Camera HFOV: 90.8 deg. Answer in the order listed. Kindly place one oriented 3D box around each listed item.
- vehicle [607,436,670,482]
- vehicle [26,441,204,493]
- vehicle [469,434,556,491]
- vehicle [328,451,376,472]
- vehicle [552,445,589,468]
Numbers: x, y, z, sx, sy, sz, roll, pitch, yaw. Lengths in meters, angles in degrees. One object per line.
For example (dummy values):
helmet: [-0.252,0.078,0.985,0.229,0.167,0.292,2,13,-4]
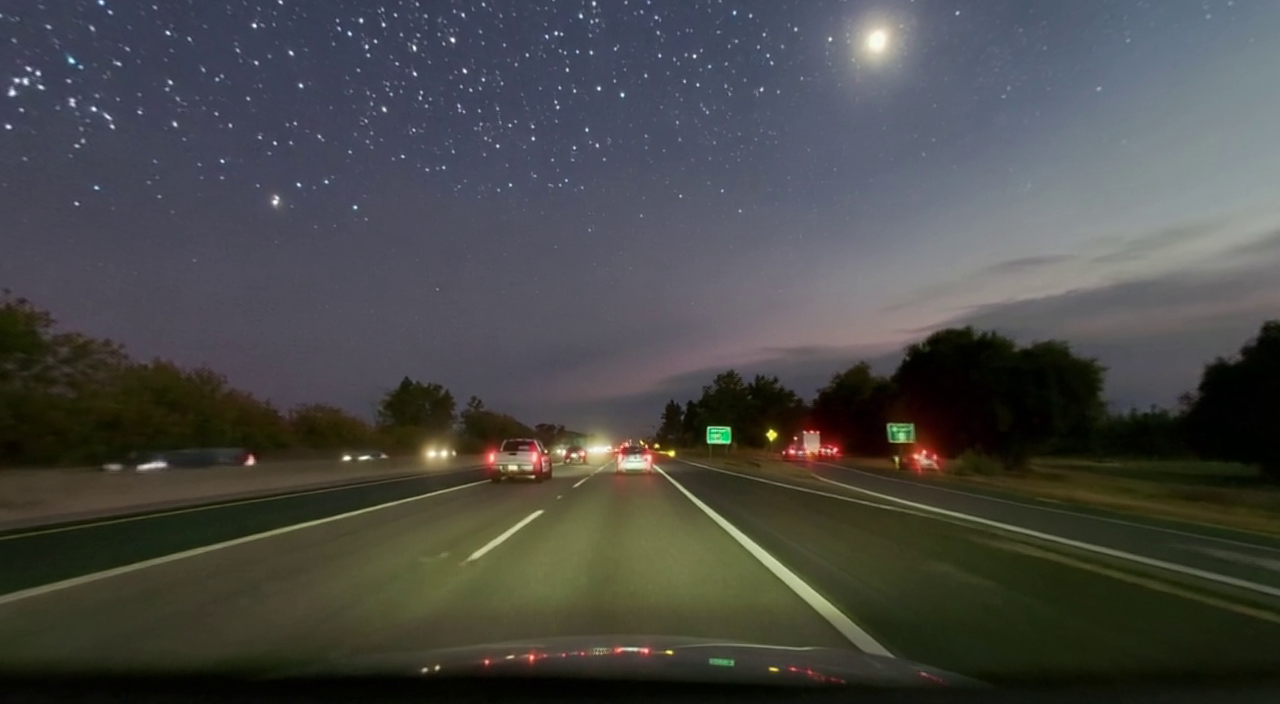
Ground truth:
vehicle: [-0.091,4.397,26.294,2.378,1.750,4.355,0,-8,-1]
vehicle: [-17.510,3.828,21.493,2.069,1.557,4.685,0,-8,-1]
vehicle: [-4.203,3.719,21.553,2.044,1.717,4.421,0,-8,0]
vehicle: [-21.427,8.137,47.211,1.776,1.421,3.933,0,-8,-1]
vehicle: [-4.800,7.250,43.963,2.084,1.528,4.094,0,-8,0]
